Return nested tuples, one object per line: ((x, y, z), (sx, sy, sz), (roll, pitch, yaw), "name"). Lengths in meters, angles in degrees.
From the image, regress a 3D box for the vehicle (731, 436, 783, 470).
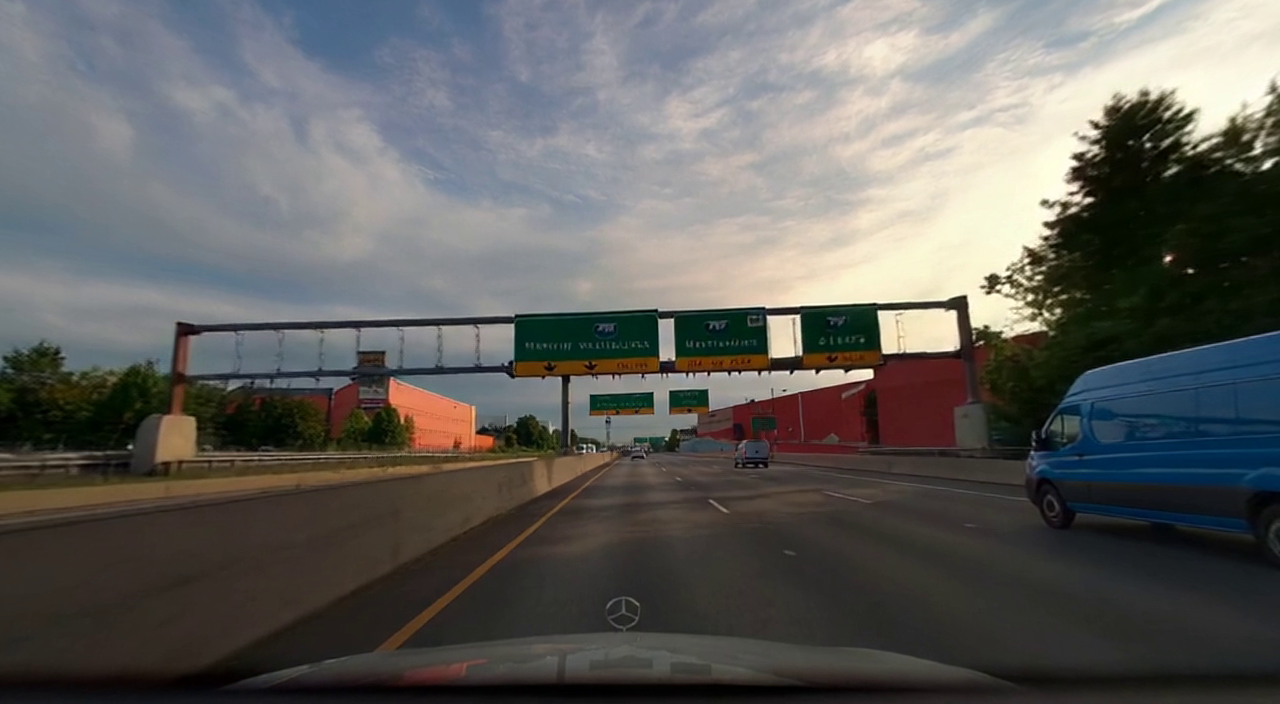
((7.095, 6.238, 38.793), (2.156, 1.943, 5.010), (0, -9, -1), "vehicle")

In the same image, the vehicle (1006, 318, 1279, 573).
((7.804, 1.219, 8.149), (2.283, 2.631, 6.053), (0, -9, -1), "vehicle")
